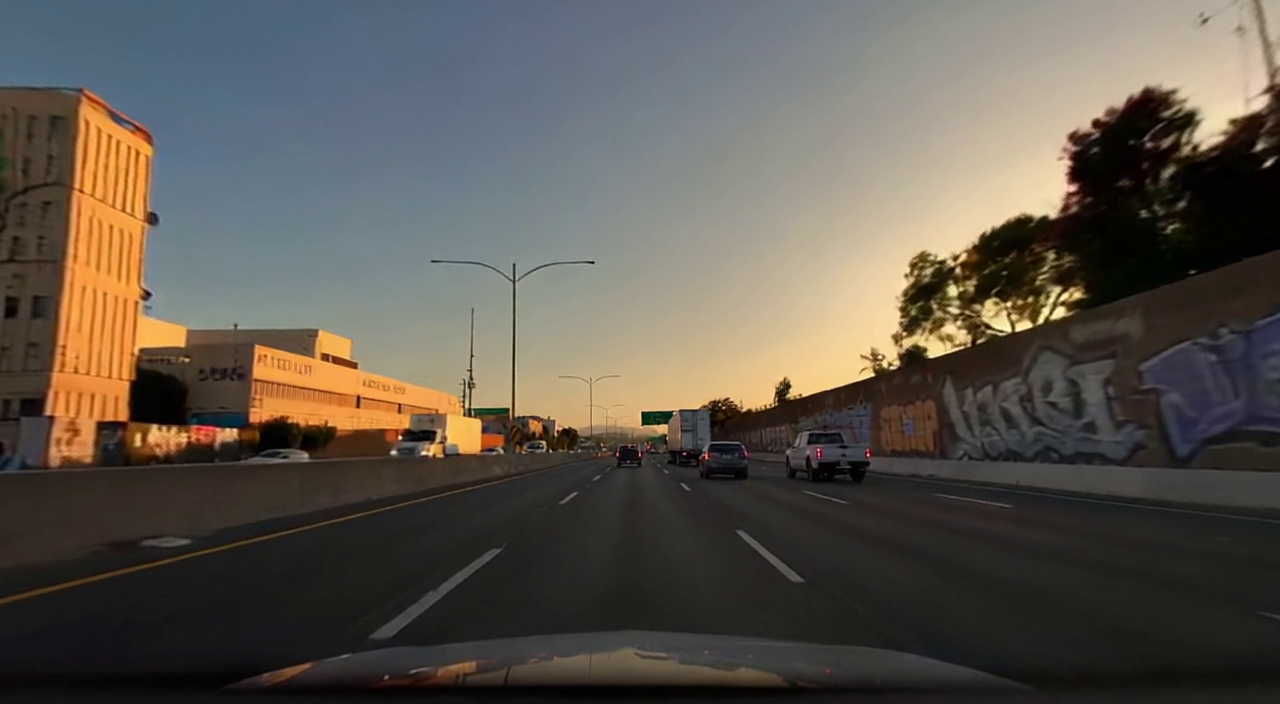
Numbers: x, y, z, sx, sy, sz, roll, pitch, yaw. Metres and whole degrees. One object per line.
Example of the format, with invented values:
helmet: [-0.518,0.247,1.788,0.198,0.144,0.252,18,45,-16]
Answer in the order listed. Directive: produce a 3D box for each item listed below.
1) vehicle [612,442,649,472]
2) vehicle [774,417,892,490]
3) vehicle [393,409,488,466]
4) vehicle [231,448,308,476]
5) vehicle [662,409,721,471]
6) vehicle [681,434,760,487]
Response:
vehicle: [-0.586,6.189,37.338,2.073,1.640,3.990,0,-9,-1]
vehicle: [7.040,3.834,24.067,2.322,2.360,6.433,0,-9,-1]
vehicle: [-14.156,6.396,46.383,3.011,3.586,12.393,0,-9,0]
vehicle: [-20.684,6.138,35.467,1.812,1.467,4.068,0,-9,0]
vehicle: [3.348,6.239,44.455,2.976,3.806,10.591,0,-9,-2]
vehicle: [3.000,4.203,24.824,2.249,1.843,5.176,0,-9,-2]
